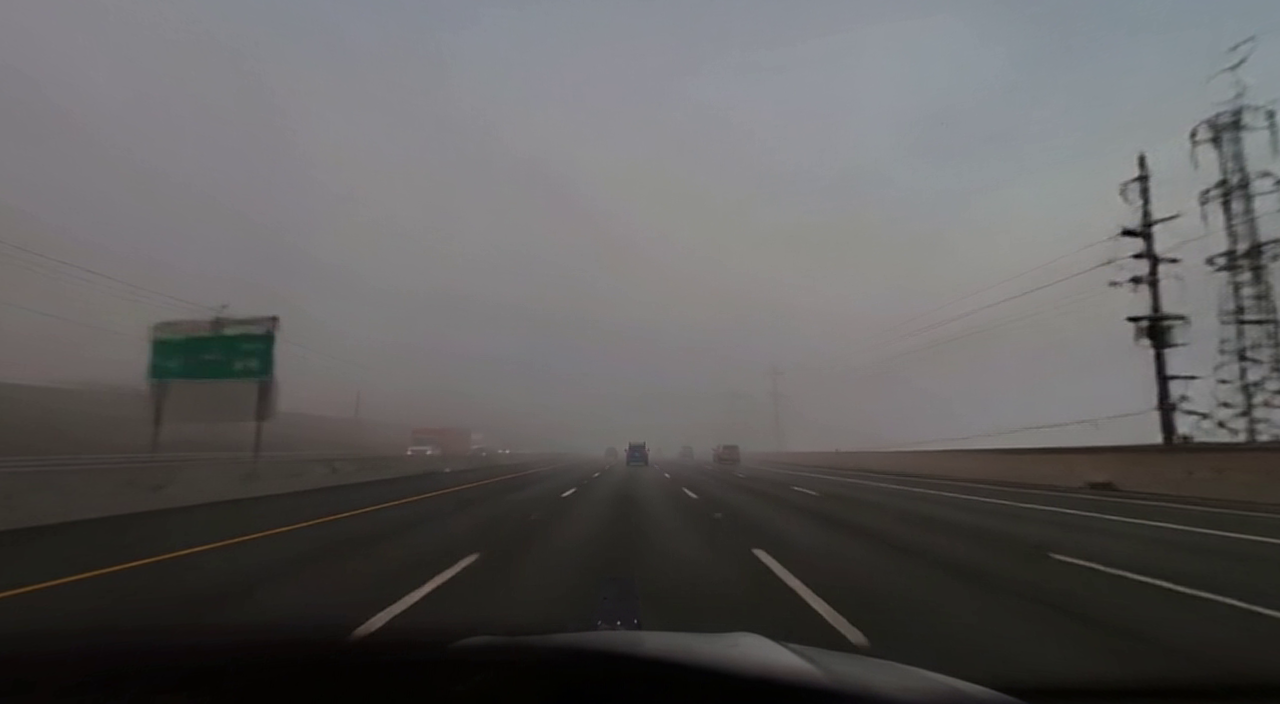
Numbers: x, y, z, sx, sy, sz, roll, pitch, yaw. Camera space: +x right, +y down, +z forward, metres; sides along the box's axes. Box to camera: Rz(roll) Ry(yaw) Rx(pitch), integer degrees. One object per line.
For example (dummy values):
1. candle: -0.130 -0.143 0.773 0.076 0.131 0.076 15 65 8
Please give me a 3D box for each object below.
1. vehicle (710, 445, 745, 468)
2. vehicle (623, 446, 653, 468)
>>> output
1. vehicle: 6.800 8.154 49.714 2.005 1.687 4.259 0 -8 -1
2. vehicle: -0.181 7.540 45.536 2.109 1.489 4.027 0 -8 -1
